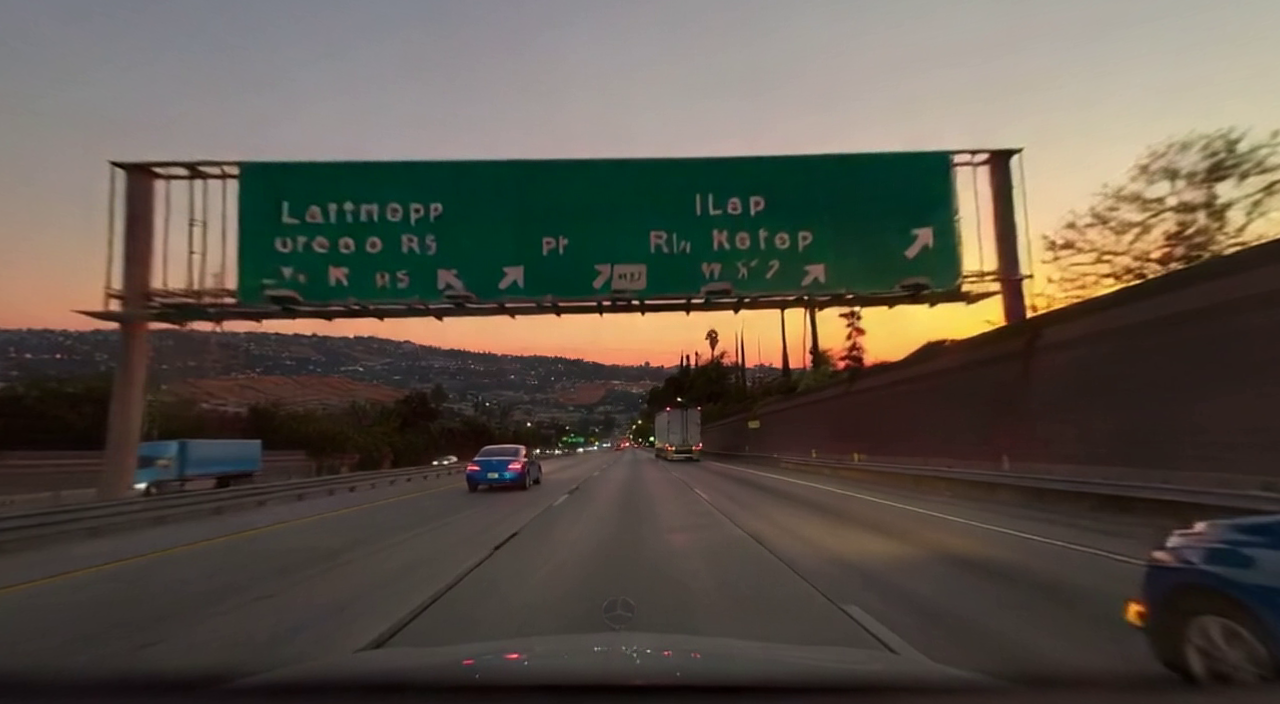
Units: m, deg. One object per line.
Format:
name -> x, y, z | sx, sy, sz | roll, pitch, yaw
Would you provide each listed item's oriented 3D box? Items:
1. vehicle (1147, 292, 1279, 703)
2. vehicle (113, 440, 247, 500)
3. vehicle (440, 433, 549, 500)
vehicle -> 3.382, 0.413, 0.563 | 2.065, 1.760, 4.488 | 0, -8, 0
vehicle -> -33.034, 8.419, 46.025 | 2.948, 3.897, 8.777 | 0, -8, 0
vehicle -> -3.873, 3.114, 17.696 | 1.903, 1.607, 4.770 | 0, -8, 0
